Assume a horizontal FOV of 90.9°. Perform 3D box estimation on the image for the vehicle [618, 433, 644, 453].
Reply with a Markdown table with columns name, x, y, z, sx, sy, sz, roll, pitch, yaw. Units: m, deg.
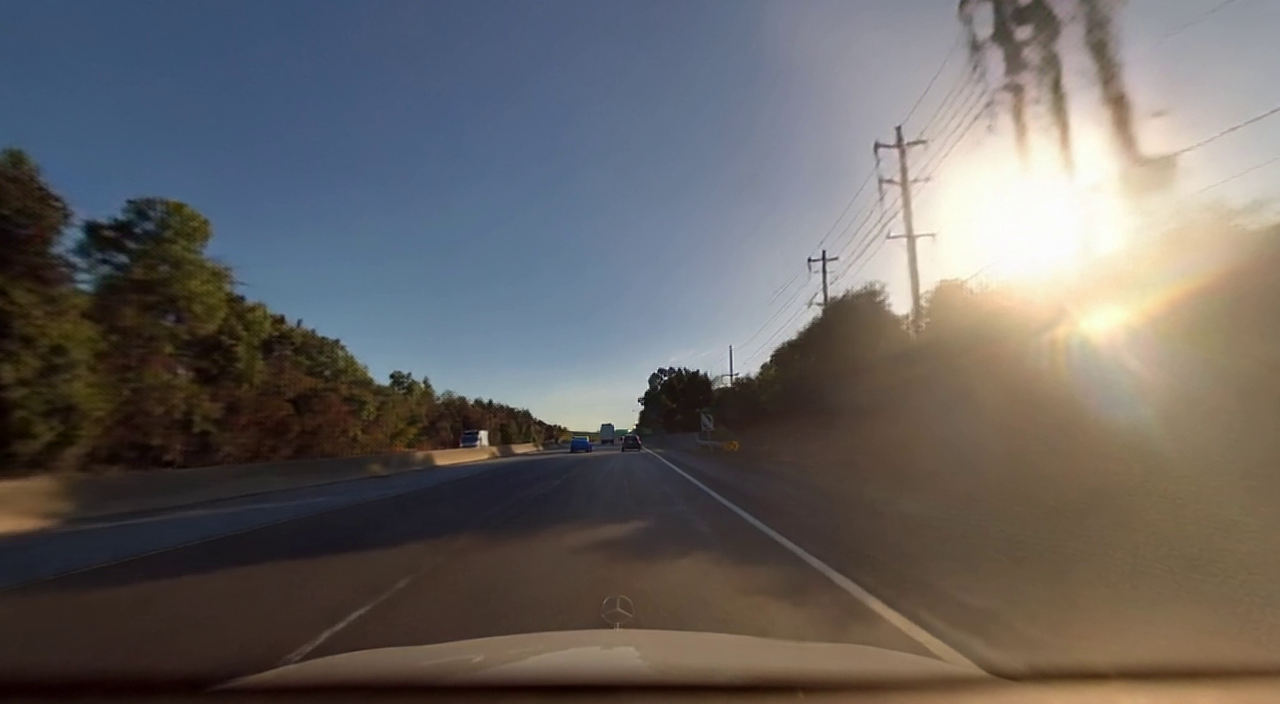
| name | x | y | z | sx | sy | sz | roll | pitch | yaw |
| --- | --- | --- | --- | --- | --- | --- | --- | --- | --- |
| vehicle | -0.706 | 7.019 | 48.581 | 1.890 | 1.472 | 3.716 | 0 | -8 | -2 |
